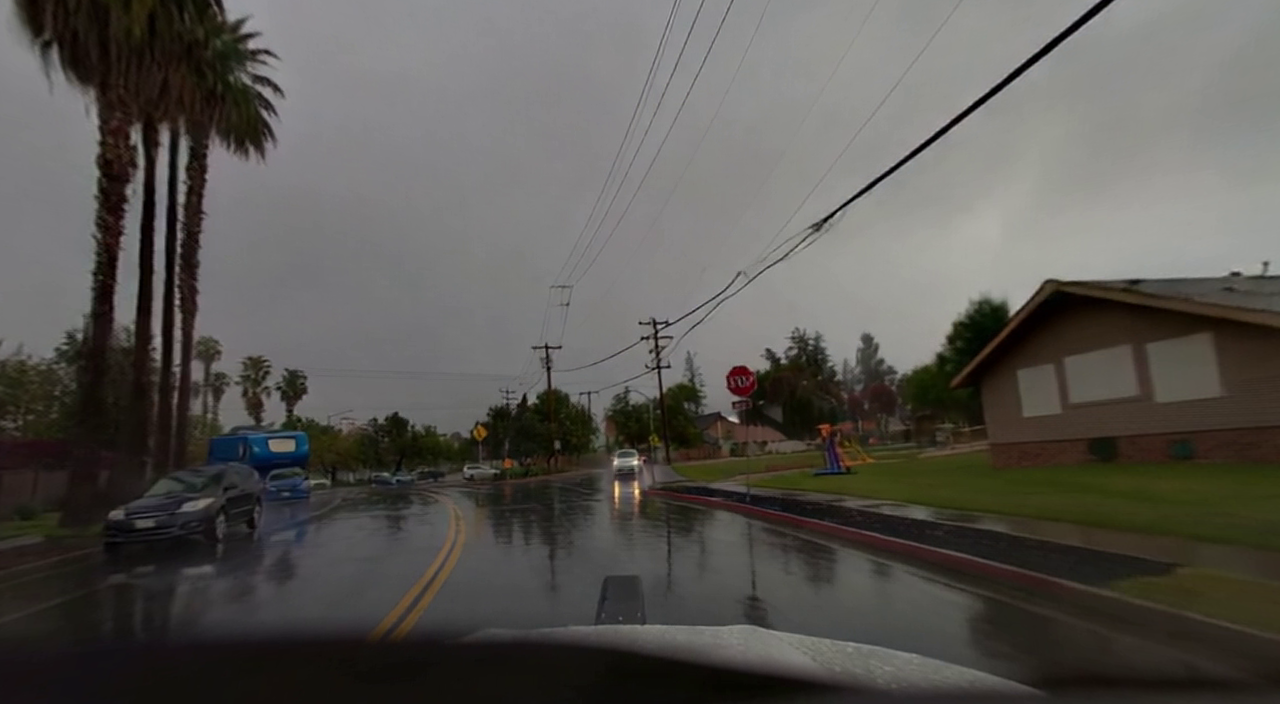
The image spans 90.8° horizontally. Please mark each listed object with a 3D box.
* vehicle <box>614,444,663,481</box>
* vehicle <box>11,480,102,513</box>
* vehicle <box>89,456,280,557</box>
[{"bbox_3d":[-0.190,6.501,37.692,2.508,1.887,5.930,0,-8,-4],"label":"vehicle"},{"bbox_3d":[-42.973,10.589,46.508,5.757,2.044,2.213,-3,-8,18],"label":"vehicle"},{"bbox_3d":[-9.159,3.034,13.213,2.085,1.545,4.340,2,-8,-20],"label":"vehicle"}]
